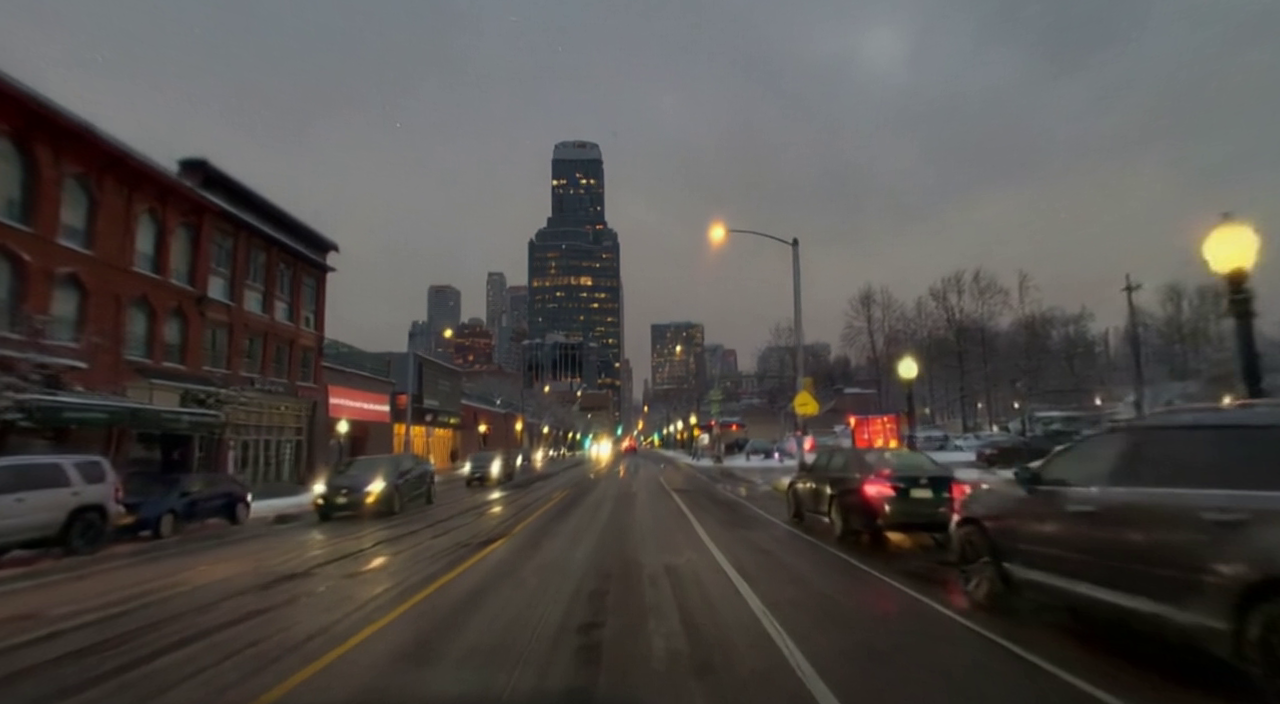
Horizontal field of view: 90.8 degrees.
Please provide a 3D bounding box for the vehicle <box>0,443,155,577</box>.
[{"bbox_3d":[-11.166,2.629,10.371,2.188,1.951,5.650,-2,-6,-3],"label":"vehicle"}]

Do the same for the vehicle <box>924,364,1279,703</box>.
[{"bbox_3d":[3.832,1.075,3.816,1.881,1.751,4.859,0,-8,-1],"label":"vehicle"}]

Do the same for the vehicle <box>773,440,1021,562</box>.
[{"bbox_3d":[3.687,2.192,10.238,1.937,1.481,4.760,0,-8,-1],"label":"vehicle"}]

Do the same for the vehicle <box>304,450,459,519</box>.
[{"bbox_3d":[-6.432,3.315,16.458,1.993,1.484,4.812,0,-8,0],"label":"vehicle"}]

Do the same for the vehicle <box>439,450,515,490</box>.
[{"bbox_3d":[-6.632,4.833,26.240,1.962,1.475,4.580,0,-8,0],"label":"vehicle"}]

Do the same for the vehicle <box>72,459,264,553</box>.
[{"bbox_3d":[-11.122,3.580,15.265,1.812,1.538,3.761,-3,-5,0],"label":"vehicle"}]

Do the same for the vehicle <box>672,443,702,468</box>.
[{"bbox_3d":[3.531,7.904,48.531,2.118,1.779,5.121,-1,-8,2],"label":"vehicle"}]
